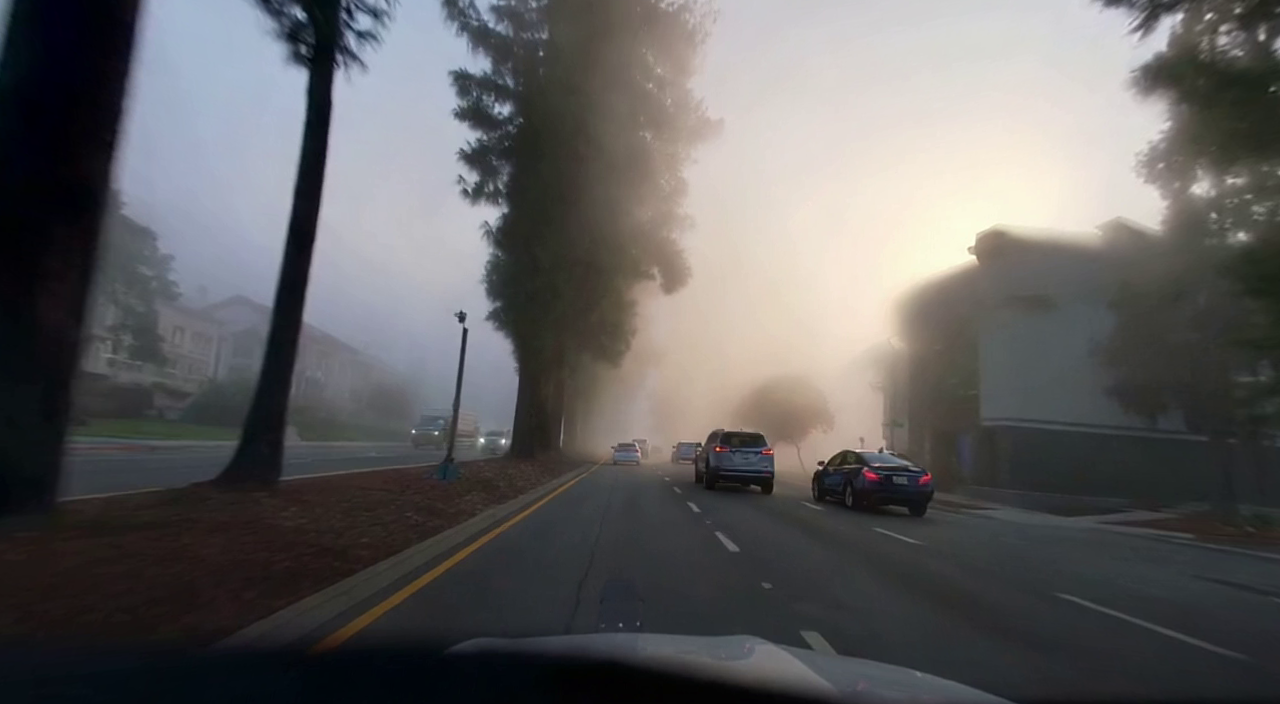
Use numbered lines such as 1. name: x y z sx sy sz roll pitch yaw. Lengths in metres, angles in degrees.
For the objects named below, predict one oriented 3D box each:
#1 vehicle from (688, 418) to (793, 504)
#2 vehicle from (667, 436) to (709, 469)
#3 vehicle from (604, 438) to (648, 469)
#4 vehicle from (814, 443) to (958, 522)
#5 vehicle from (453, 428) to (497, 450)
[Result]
1. vehicle: 2.667 3.006 17.754 2.035 1.940 4.299 4 -9 -2
2. vehicle: 2.634 5.636 35.435 1.922 1.708 4.126 0 -8 -2
3. vehicle: -0.700 5.107 31.983 2.119 1.460 3.847 0 -8 -1
4. vehicle: 6.259 3.312 16.687 1.913 1.777 4.269 1 -8 -2
5. vehicle: -12.002 6.394 46.238 1.857 1.501 4.575 0 -9 1
